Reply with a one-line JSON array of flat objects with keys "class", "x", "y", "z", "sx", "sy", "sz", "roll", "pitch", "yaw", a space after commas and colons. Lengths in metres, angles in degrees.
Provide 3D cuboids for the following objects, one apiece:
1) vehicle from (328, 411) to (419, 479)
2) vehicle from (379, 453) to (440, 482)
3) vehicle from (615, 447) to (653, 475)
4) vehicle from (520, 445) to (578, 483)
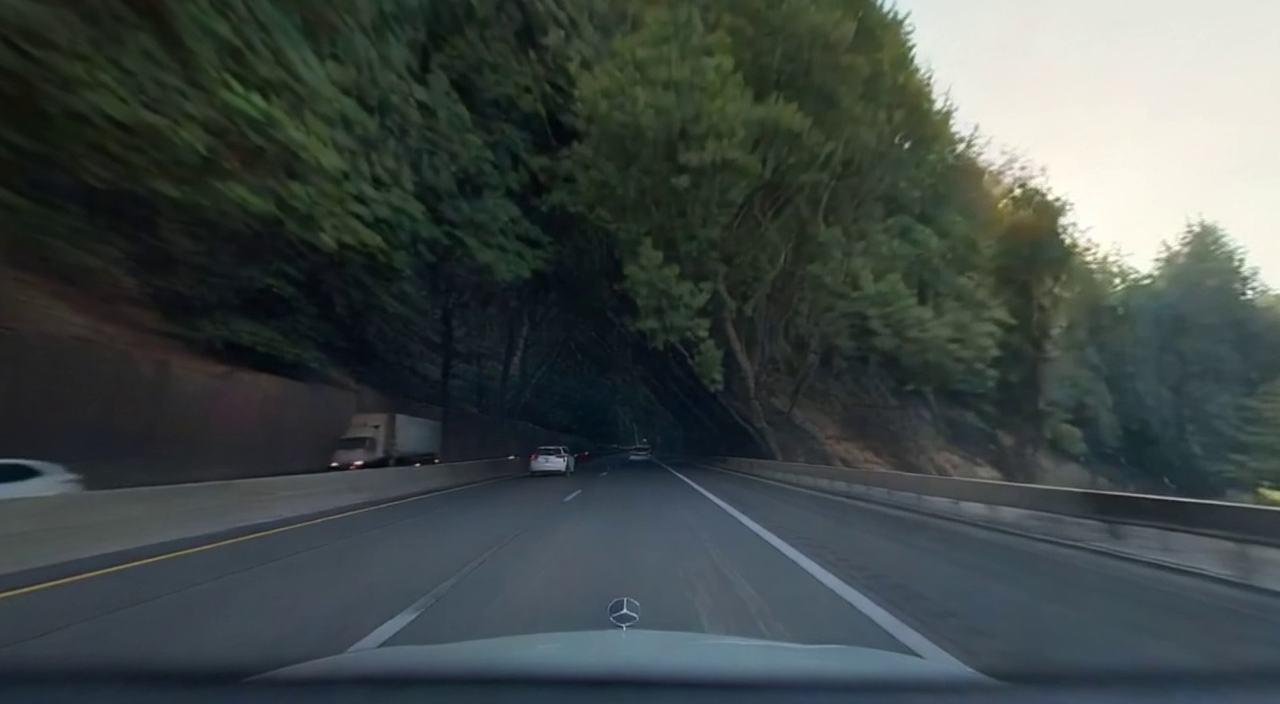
[{"class": "vehicle", "x": -16.416, "y": 5.805, "z": 39.339, "sx": 2.991, "sy": 3.892, "sz": 5.867, "roll": 0, "pitch": -9, "yaw": 0}, {"class": "vehicle", "x": -12.590, "y": 6.326, "z": 34.735, "sx": 1.804, "sy": 1.437, "sz": 4.081, "roll": 0, "pitch": -9, "yaw": 0}, {"class": "vehicle", "x": -0.313, "y": 6.173, "z": 35.752, "sx": 2.001, "sy": 1.490, "sz": 3.914, "roll": 0, "pitch": -9, "yaw": 0}, {"class": "vehicle", "x": -3.966, "y": 4.951, "z": 28.079, "sx": 1.978, "sy": 1.538, "sz": 3.755, "roll": 0, "pitch": -9, "yaw": 1}]
